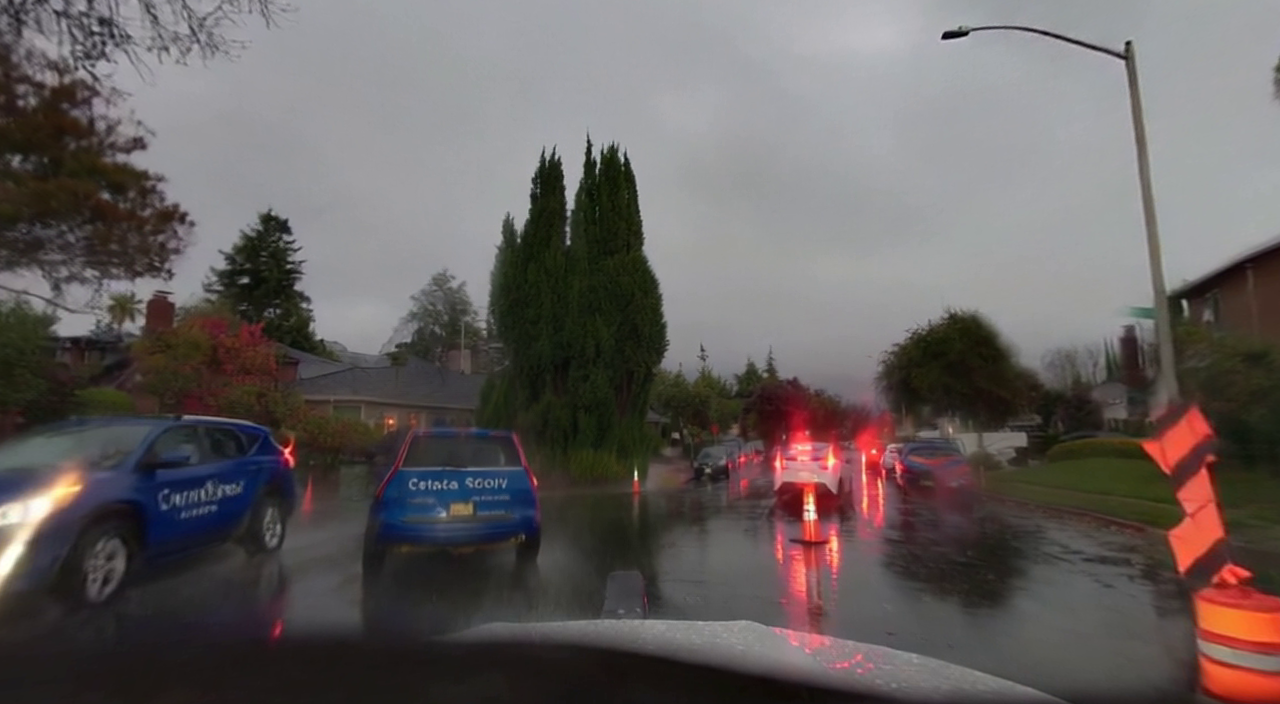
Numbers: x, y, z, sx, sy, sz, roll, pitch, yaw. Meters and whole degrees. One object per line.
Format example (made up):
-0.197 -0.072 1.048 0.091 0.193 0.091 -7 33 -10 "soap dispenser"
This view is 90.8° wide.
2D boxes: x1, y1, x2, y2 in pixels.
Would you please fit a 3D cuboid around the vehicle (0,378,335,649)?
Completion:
-5.645 1.483 6.882 2.471 1.892 4.952 1 -9 -5 "vehicle"

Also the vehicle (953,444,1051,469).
23.237 6.729 40.737 5.066 1.534 1.905 -2 -9 10 "vehicle"

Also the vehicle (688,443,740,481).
3.839 5.515 32.040 2.014 1.742 4.297 -2 -9 14 "vehicle"

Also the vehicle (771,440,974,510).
6.112 3.173 16.780 4.656 1.577 2.099 1 -8 -17 "vehicle"

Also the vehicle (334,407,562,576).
-2.664 1.794 8.941 2.350 1.748 4.094 3 -9 -17 "vehicle"
